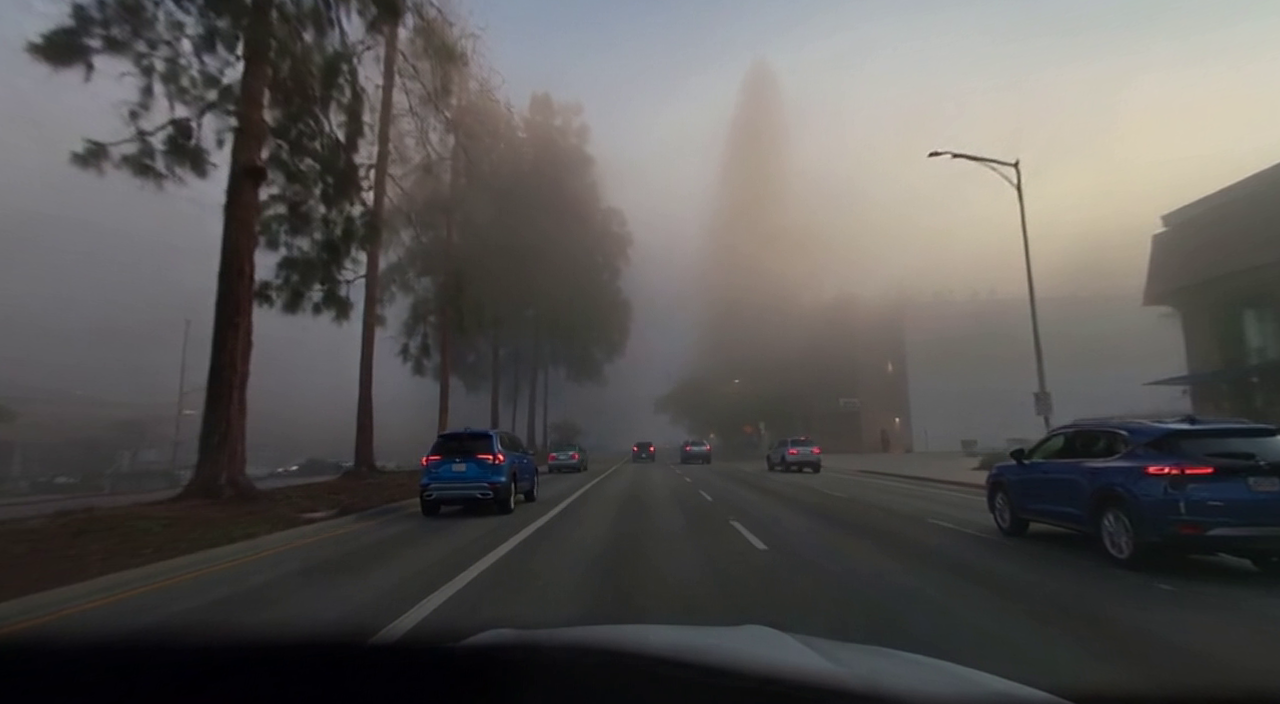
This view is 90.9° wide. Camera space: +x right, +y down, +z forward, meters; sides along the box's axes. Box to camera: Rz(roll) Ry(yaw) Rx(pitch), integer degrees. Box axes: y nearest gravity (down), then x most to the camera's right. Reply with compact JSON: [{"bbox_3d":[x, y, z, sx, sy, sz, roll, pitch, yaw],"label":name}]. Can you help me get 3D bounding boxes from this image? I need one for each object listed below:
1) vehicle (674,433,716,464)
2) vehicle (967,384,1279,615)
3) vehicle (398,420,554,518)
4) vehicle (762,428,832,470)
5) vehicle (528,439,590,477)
[{"bbox_3d":[3.390,6.115,39.957,2.178,1.804,4.766,0,-8,-1],"label":"vehicle"},{"bbox_3d":[5.689,1.388,6.841,2.088,1.666,4.512,-1,-8,4],"label":"vehicle"},{"bbox_3d":[-3.258,2.435,13.589,2.141,1.719,4.379,-1,-8,1],"label":"vehicle"},{"bbox_3d":[7.192,4.512,29.355,2.076,1.793,4.464,0,-8,0],"label":"vehicle"},{"bbox_3d":[-3.348,4.485,26.918,2.036,1.465,4.301,-1,-8,1],"label":"vehicle"}]
